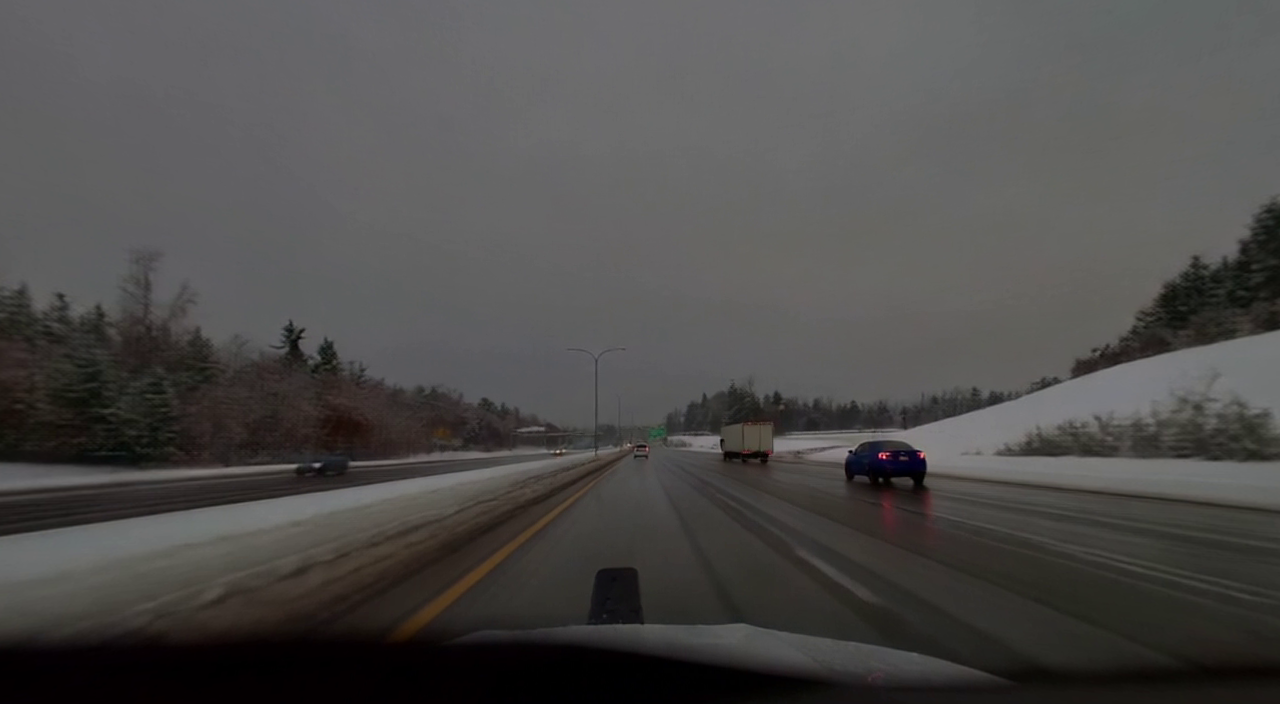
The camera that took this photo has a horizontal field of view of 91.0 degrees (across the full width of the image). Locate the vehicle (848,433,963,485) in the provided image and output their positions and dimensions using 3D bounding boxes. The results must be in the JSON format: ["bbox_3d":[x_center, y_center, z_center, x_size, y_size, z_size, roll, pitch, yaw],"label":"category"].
[{"bbox_3d":[10.908,4.467,26.510,2.387,1.936,5.646,0,-9,0],"label":"vehicle"}]

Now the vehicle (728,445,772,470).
[{"bbox_3d":[7.296,7.030,42.174,2.053,1.553,4.463,0,-9,-1],"label":"vehicle"}]

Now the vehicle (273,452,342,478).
[{"bbox_3d":[-20.674,7.026,39.344,1.860,1.532,4.310,0,-9,1],"label":"vehicle"}]
